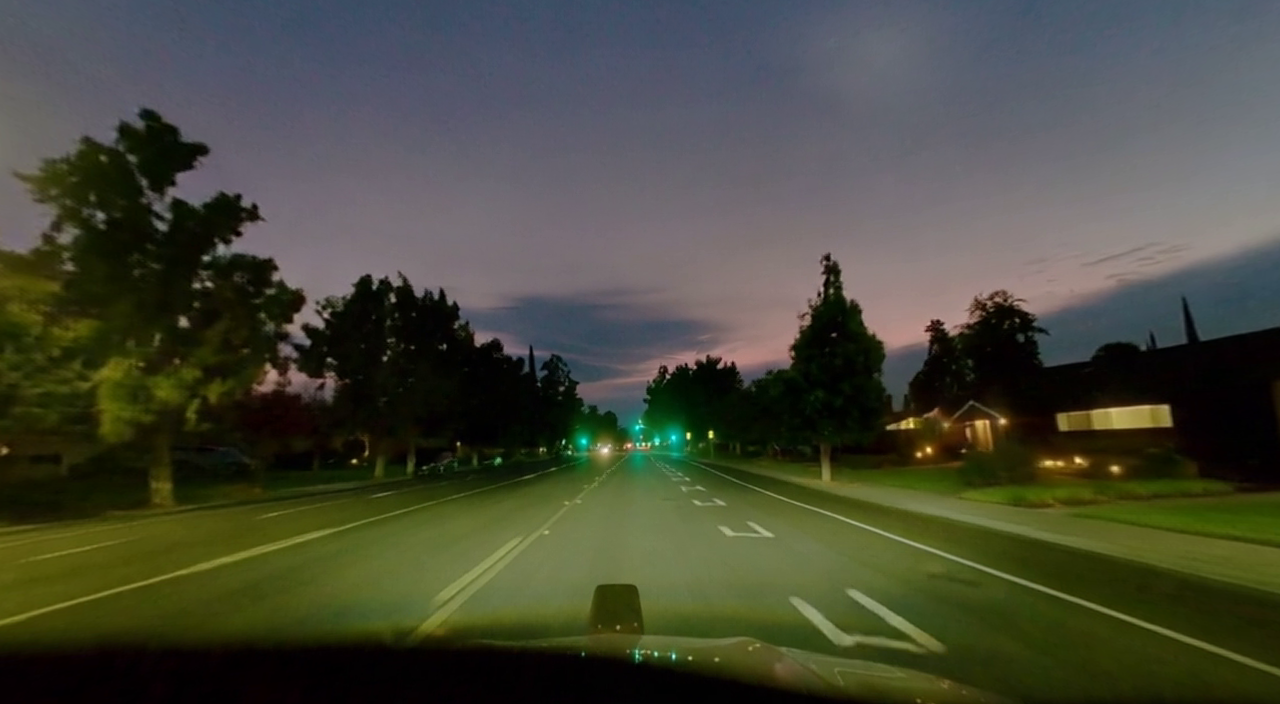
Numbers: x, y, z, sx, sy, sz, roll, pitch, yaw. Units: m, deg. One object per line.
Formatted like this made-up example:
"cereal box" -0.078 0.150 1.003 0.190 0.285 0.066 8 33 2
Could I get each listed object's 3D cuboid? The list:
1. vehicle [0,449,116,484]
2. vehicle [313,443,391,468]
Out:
"vehicle" -27.894 5.346 29.719 4.551 1.556 2.061 0 -8 -1
"vehicle" -21.919 7.857 48.210 4.889 1.822 2.159 0 -8 -3
